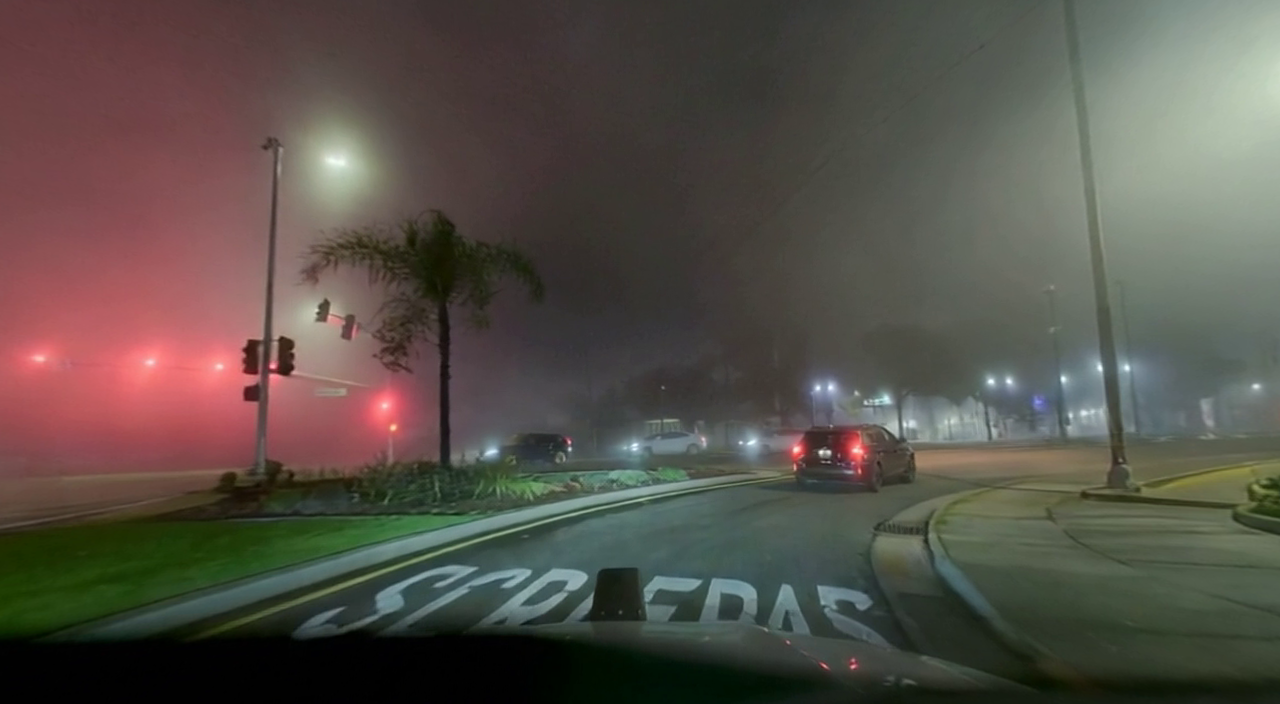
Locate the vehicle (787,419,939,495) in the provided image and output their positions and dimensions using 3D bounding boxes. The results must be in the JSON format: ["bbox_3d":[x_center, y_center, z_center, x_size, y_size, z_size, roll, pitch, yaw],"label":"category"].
[{"bbox_3d":[5.423,2.441,14.965,2.070,1.493,4.570,-6,-11,36],"label":"vehicle"}]

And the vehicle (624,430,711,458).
[{"bbox_3d":[1.544,5.199,35.731,4.515,1.492,1.871,1,-9,-14],"label":"vehicle"}]

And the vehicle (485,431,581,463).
[{"bbox_3d":[-5.706,5.018,33.521,4.757,1.633,1.932,2,-8,-17],"label":"vehicle"}]
